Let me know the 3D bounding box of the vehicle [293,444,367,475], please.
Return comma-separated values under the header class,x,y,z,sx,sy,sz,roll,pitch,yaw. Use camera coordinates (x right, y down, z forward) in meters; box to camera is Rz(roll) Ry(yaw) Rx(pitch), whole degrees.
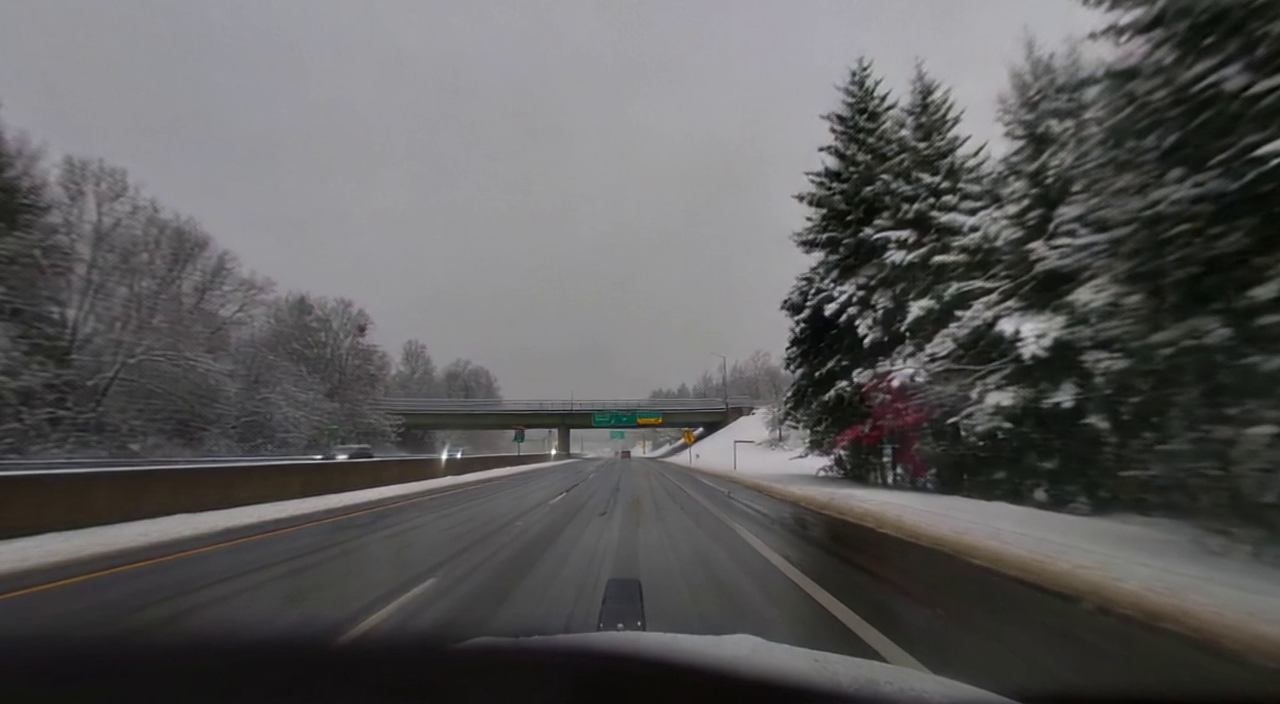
class,x,y,z,sx,sy,sz,roll,pitch,yaw
vehicle,-15.599,5.411,31.912,1.840,1.465,3.721,0,-9,-1
